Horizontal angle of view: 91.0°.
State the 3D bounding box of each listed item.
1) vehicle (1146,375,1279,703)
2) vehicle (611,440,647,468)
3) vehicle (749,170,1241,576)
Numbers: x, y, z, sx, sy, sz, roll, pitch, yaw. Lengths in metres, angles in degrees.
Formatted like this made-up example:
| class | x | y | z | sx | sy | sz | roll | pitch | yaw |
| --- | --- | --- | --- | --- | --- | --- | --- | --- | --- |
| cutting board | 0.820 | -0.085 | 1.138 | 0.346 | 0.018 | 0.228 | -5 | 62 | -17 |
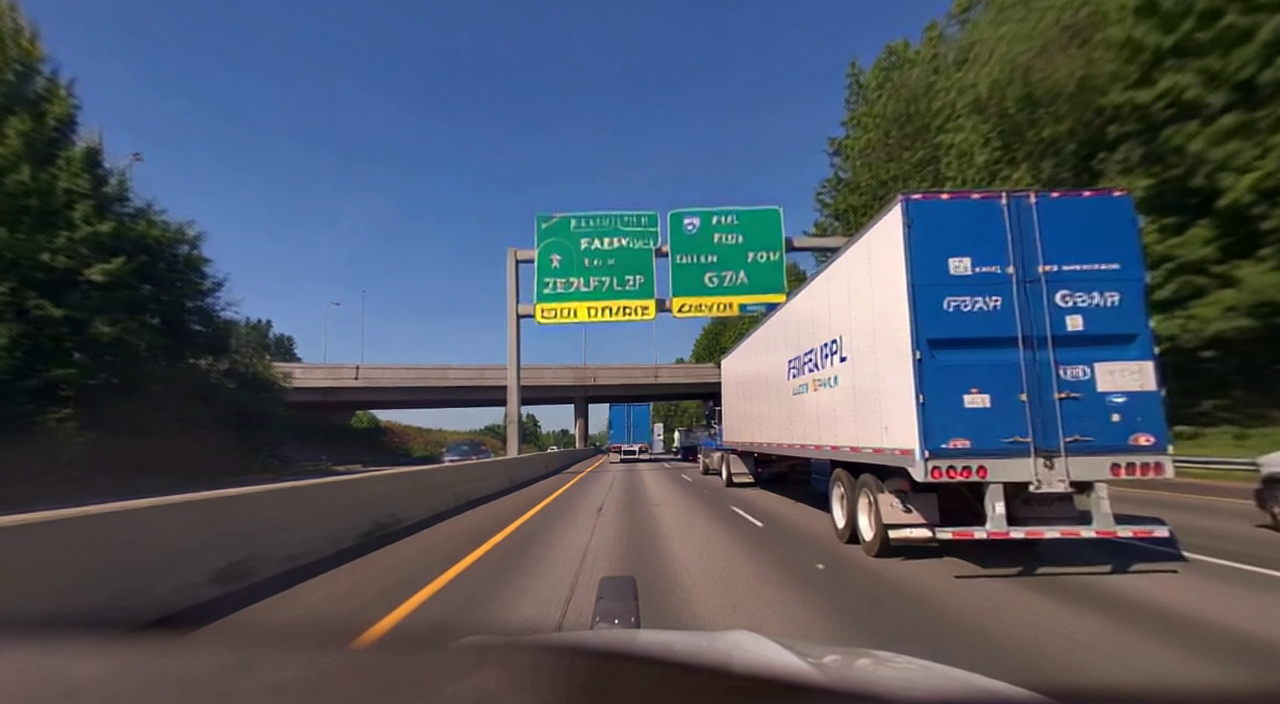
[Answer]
| class | x | y | z | sx | sy | sz | roll | pitch | yaw |
| --- | --- | --- | --- | --- | --- | --- | --- | --- | --- |
| vehicle | 4.793 | 0.919 | 3.098 | 4.253 | 1.543 | 2.045 | 4 | -9 | -30 |
| vehicle | -0.658 | 5.765 | 35.796 | 1.943 | 1.491 | 3.459 | 0 | -8 | -2 |
| vehicle | 4.257 | 0.744 | 10.819 | 2.853 | 4.086 | 9.078 | 0 | -8 | -1 |
